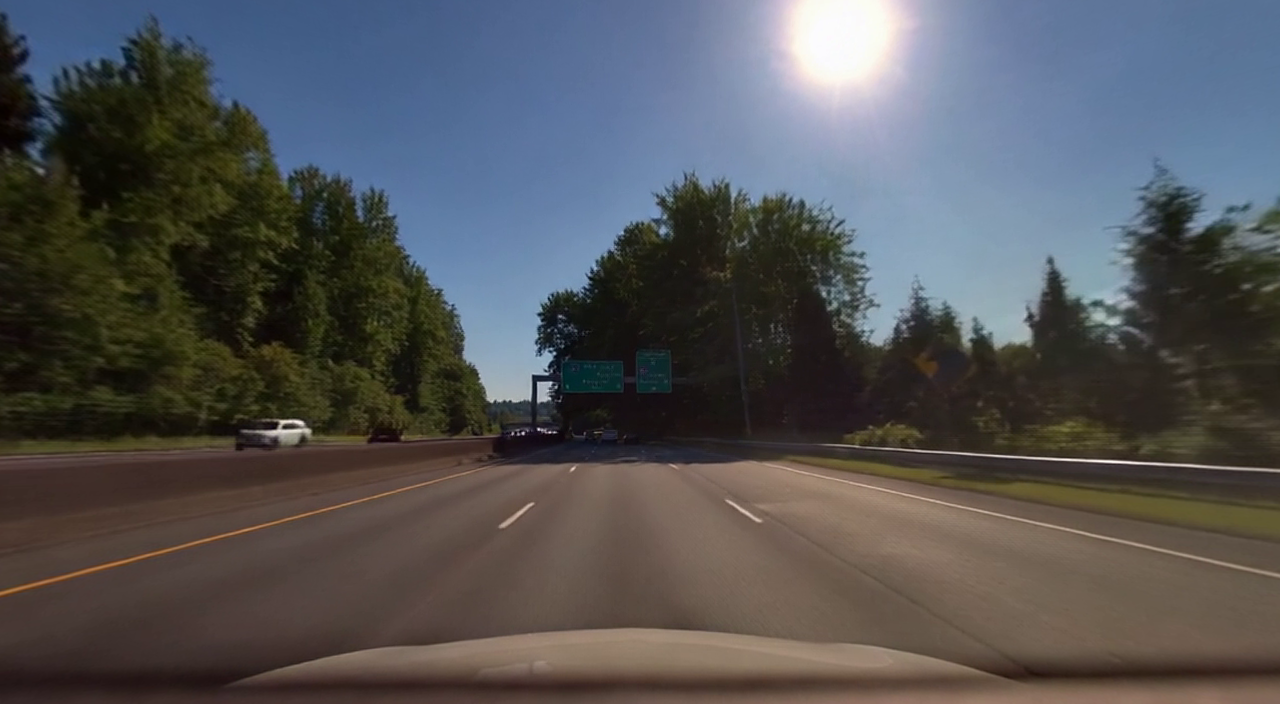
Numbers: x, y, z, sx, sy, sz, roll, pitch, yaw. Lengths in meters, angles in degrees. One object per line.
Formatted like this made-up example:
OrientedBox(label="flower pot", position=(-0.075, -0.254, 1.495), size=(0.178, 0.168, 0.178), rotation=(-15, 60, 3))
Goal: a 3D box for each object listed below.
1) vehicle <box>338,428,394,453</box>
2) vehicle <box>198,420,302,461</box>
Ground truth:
OrientedBox(label="vehicle", position=(-18.175, 5.873, 42.045), size=(1.916, 1.544, 4.149), rotation=(0, -8, -1))
OrientedBox(label="vehicle", position=(-18.174, 4.142, 29.629), size=(2.078, 1.777, 4.511), rotation=(0, -8, -2))
